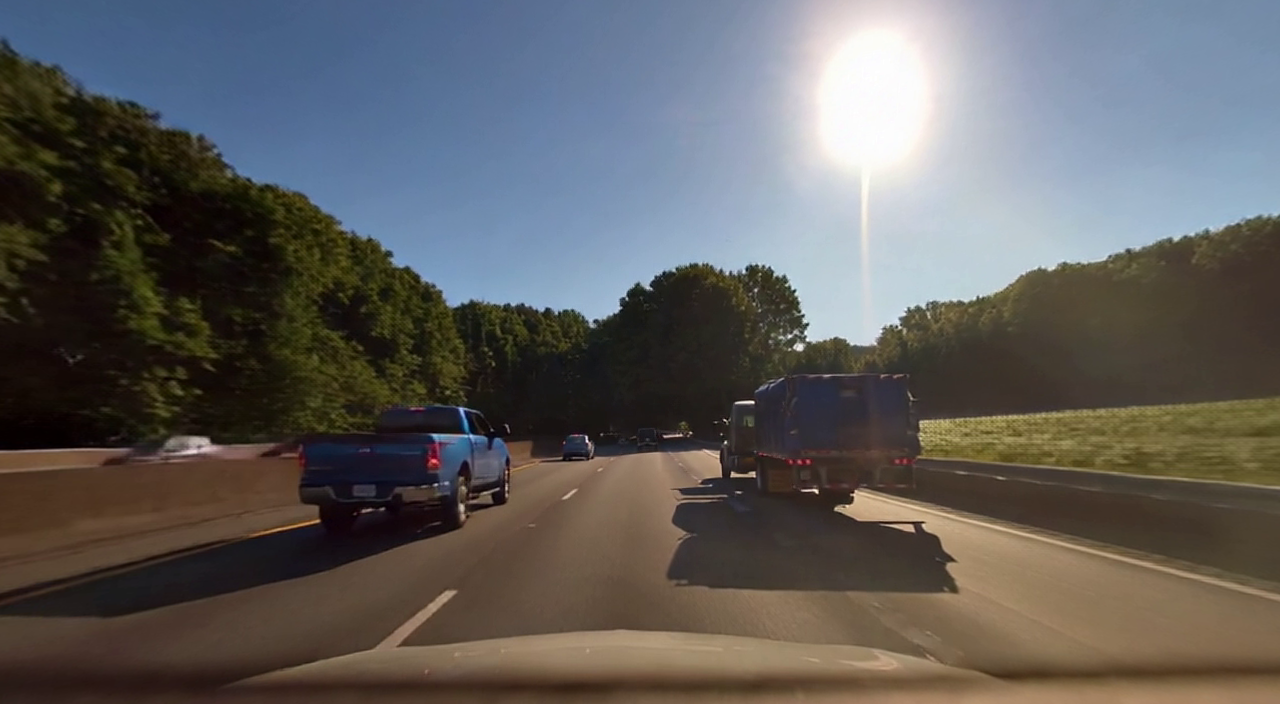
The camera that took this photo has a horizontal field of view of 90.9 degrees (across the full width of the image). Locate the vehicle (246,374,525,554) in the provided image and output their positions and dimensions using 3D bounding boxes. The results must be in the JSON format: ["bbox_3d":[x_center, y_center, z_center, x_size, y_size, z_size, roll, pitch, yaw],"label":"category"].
[{"bbox_3d":[-3.256,1.561,9.415,2.204,1.991,4.720,0,-8,0],"label":"vehicle"}]

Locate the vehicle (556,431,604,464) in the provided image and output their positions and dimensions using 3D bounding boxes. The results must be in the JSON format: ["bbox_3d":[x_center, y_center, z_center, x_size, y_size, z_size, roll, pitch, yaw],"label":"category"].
[{"bbox_3d":[-3.029,4.914,32.586,2.008,1.588,4.147,0,-8,1],"label":"vehicle"}]

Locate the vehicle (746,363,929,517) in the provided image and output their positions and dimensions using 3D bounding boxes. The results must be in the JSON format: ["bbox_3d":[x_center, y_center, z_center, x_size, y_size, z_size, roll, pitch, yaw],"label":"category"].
[{"bbox_3d":[3.657,1.738,12.646,2.256,2.568,4.049,0,-8,-1],"label":"vehicle"}]
